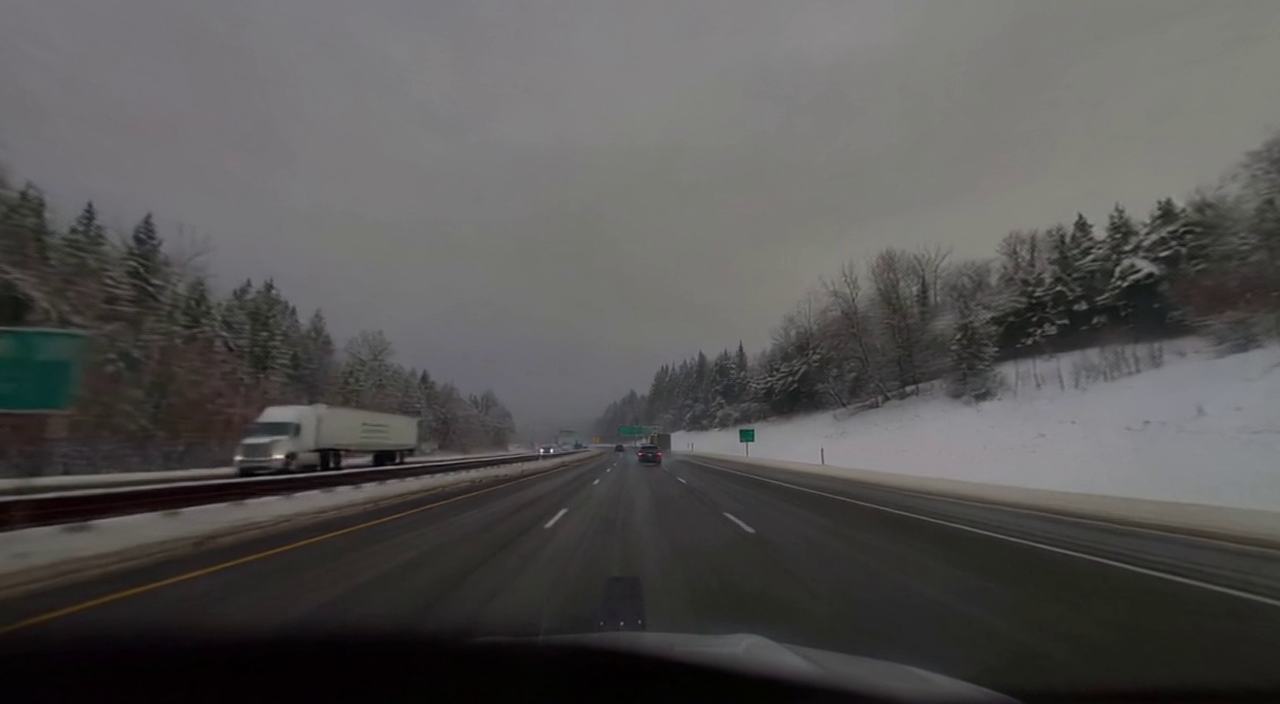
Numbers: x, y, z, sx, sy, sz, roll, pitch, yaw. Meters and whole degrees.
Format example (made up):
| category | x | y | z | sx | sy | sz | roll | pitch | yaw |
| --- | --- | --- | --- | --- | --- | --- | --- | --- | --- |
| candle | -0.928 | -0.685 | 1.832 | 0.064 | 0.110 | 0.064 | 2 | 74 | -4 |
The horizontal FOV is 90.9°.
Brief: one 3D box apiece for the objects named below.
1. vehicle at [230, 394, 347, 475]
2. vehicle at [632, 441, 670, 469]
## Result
| category | x | y | z | sx | sy | sz | roll | pitch | yaw |
| --- | --- | --- | --- | --- | --- | --- | --- | --- | --- |
| vehicle | -19.506 | 4.706 | 35.504 | 2.990 | 4.168 | 5.864 | 0 | -9 | 1 |
| vehicle | 0.632 | 6.412 | 39.381 | 2.231 | 1.652 | 4.503 | 0 | -9 | -1 |
